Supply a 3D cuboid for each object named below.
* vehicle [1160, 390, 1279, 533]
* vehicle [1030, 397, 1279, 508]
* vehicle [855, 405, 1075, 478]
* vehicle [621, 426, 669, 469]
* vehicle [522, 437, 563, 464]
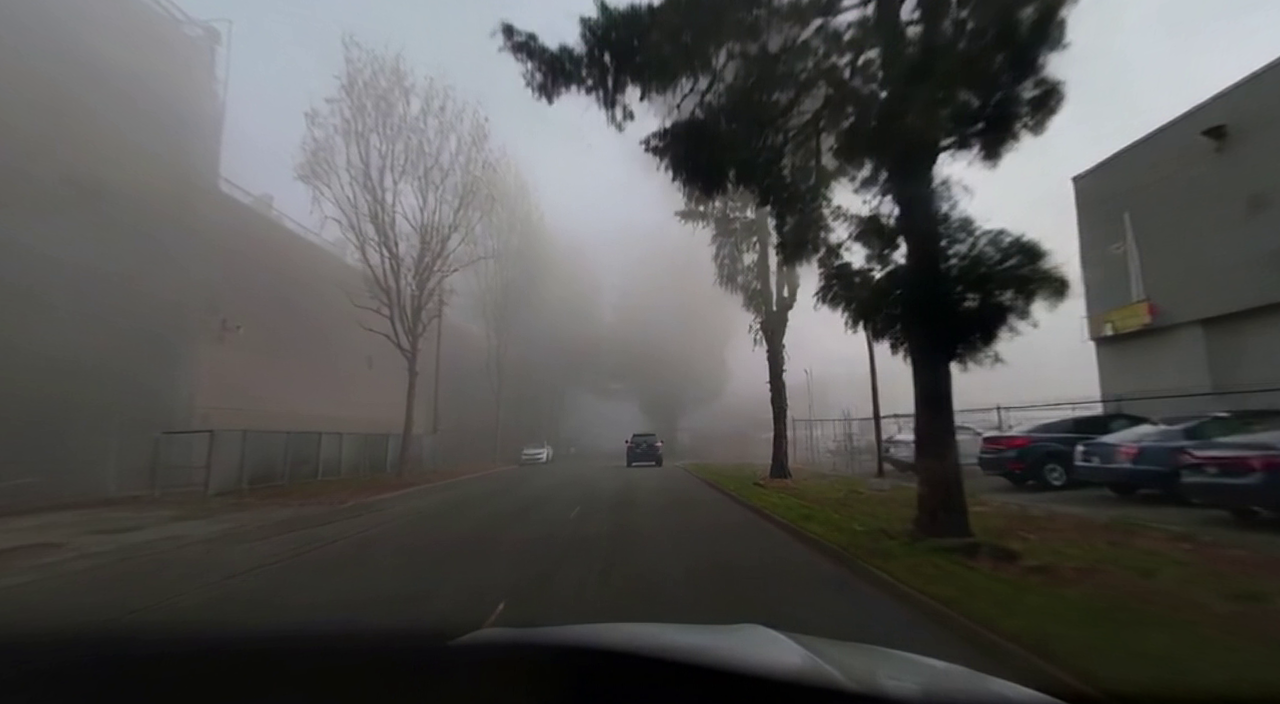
[{"bbox_3d":[8.995,1.156,7.039,4.661,1.480,1.930,-1,-9,-2],"label":"vehicle"},{"bbox_3d":[8.669,1.491,9.482,4.239,1.460,1.984,0,-9,-1],"label":"vehicle"},{"bbox_3d":[8.411,2.414,16.666,4.616,1.500,1.963,-4,-11,0],"label":"vehicle"},{"bbox_3d":[0.250,4.539,30.201,2.152,1.874,4.042,0,-8,1],"label":"vehicle"},{"bbox_3d":[-6.007,6.146,39.202,1.938,1.500,4.130,-3,-10,-1],"label":"vehicle"}]
